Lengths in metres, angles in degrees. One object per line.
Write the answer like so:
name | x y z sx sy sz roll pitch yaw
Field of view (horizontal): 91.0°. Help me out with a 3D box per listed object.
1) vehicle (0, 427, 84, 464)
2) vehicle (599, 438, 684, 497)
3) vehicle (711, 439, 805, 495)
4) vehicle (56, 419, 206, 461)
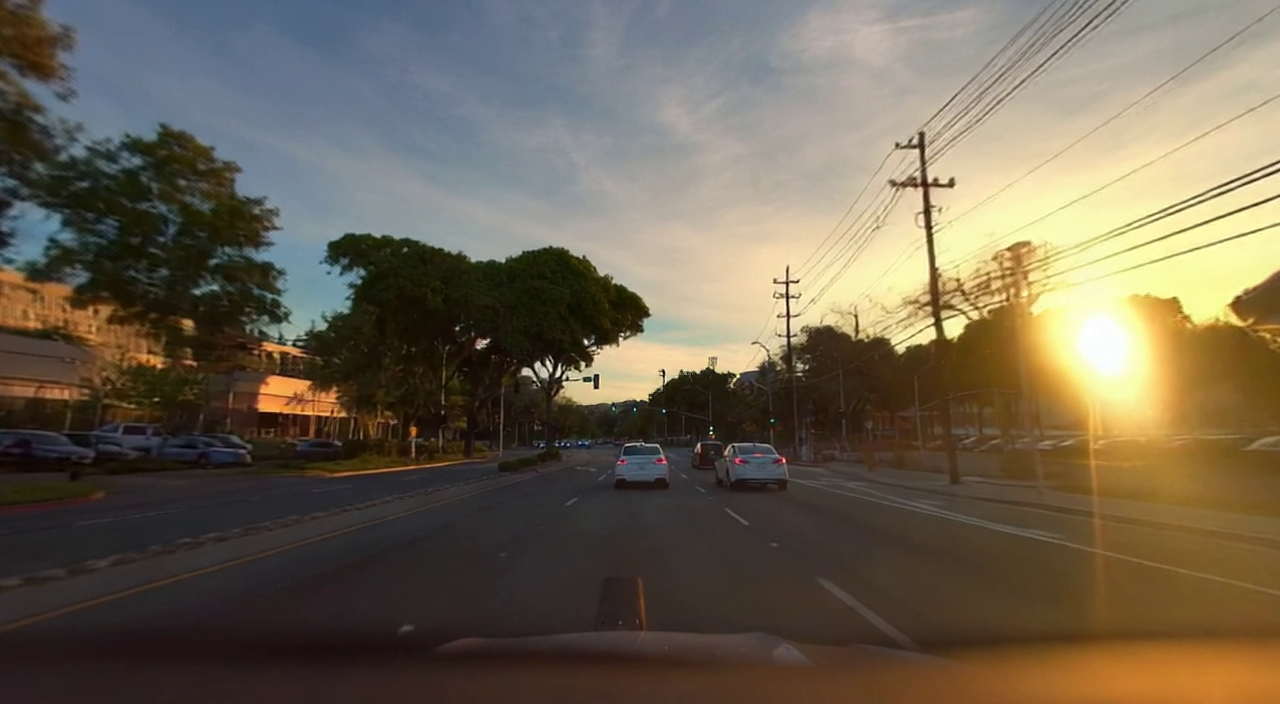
vehicle | -28.364 4.258 28.571 1.908 1.553 4.979 1 -9 -4
vehicle | 0.009 3.226 17.921 2.144 1.473 4.028 0 -8 -1
vehicle | 3.373 3.361 18.785 1.985 1.489 4.036 0 -9 -1
vehicle | -28.978 5.113 36.351 2.878 2.172 7.057 0 -9 -2
